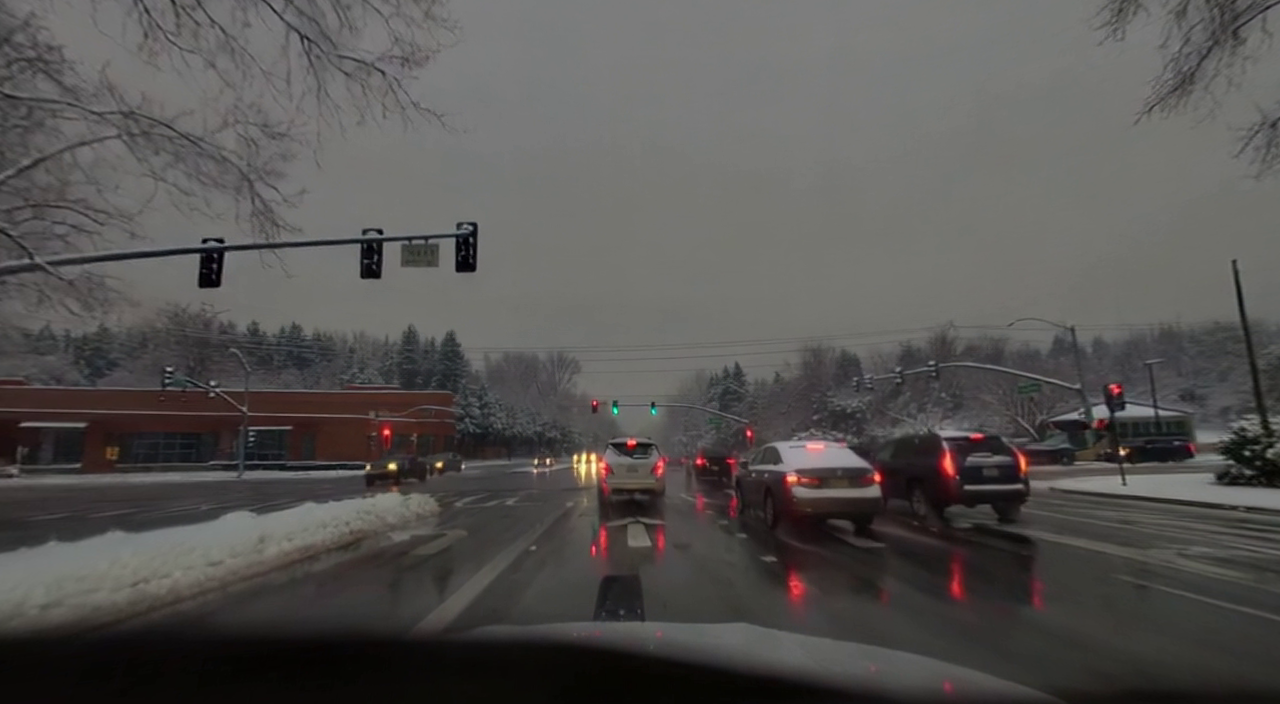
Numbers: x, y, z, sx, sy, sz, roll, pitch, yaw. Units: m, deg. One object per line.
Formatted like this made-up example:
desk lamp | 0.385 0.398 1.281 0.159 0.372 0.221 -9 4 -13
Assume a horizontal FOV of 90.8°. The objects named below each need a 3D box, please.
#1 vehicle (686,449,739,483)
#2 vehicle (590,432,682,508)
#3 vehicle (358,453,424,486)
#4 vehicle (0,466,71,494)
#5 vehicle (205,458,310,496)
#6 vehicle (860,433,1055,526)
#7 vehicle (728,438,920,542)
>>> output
vehicle | 3.488 5.604 31.266 2.004 1.523 4.263 0 -9 -1
vehicle | -0.122 3.216 17.645 2.236 1.827 4.316 0 -9 0
vehicle | -14.235 6.702 36.434 1.961 1.693 4.557 0 -9 0
vehicle | -35.125 7.105 35.039 4.845 1.442 1.880 2 -9 -13
vehicle | -17.559 5.753 29.335 1.911 1.483 4.849 -1 -9 0
vehicle | 6.721 2.717 14.058 1.987 1.730 4.373 0 -9 -1
vehicle | 3.142 2.468 12.054 2.034 1.558 4.774 0 -9 -2
